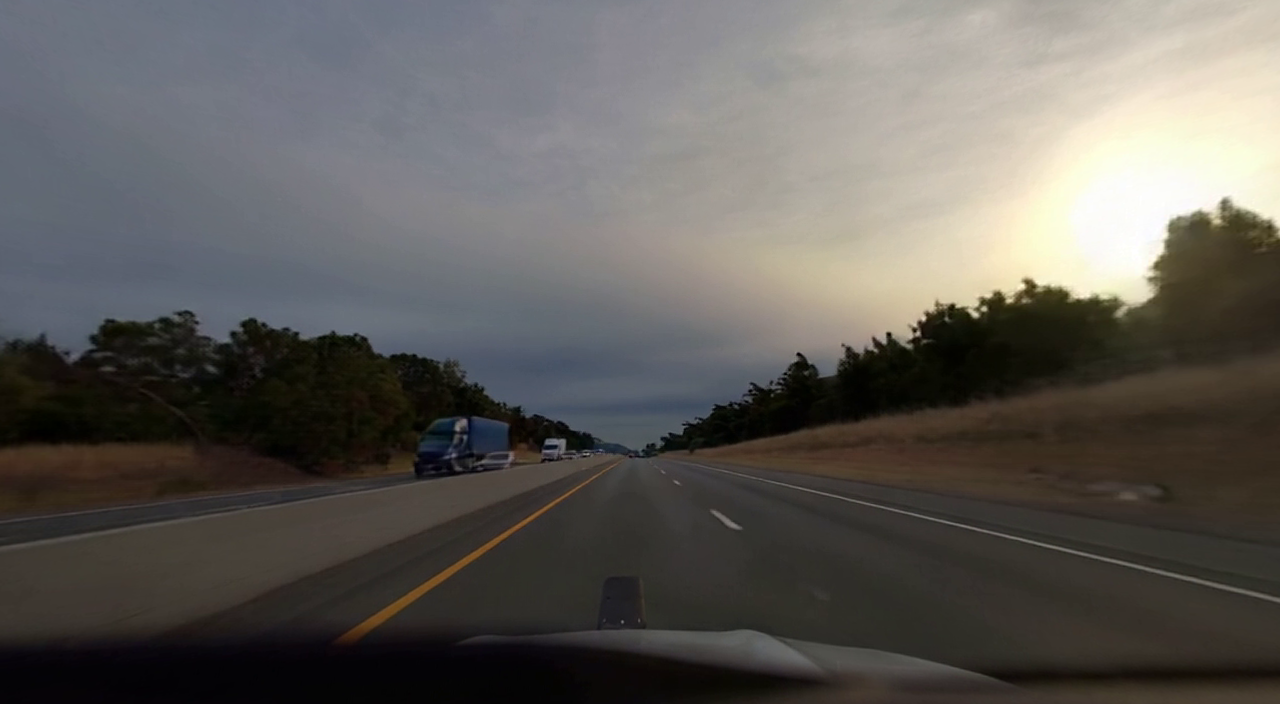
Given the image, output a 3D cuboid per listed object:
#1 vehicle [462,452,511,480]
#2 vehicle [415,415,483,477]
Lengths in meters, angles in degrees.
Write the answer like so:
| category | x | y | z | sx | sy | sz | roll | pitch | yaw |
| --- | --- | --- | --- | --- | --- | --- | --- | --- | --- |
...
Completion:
| category | x | y | z | sx | sy | sz | roll | pitch | yaw |
| --- | --- | --- | --- | --- | --- | --- | --- | --- | --- |
| vehicle | -8.820 | 6.580 | 36.571 | 1.864 | 1.460 | 4.134 | 0 | -9 | 0 |
| vehicle | -13.396 | 6.674 | 44.731 | 3.016 | 4.009 | 5.868 | 0 | -9 | -1 |
